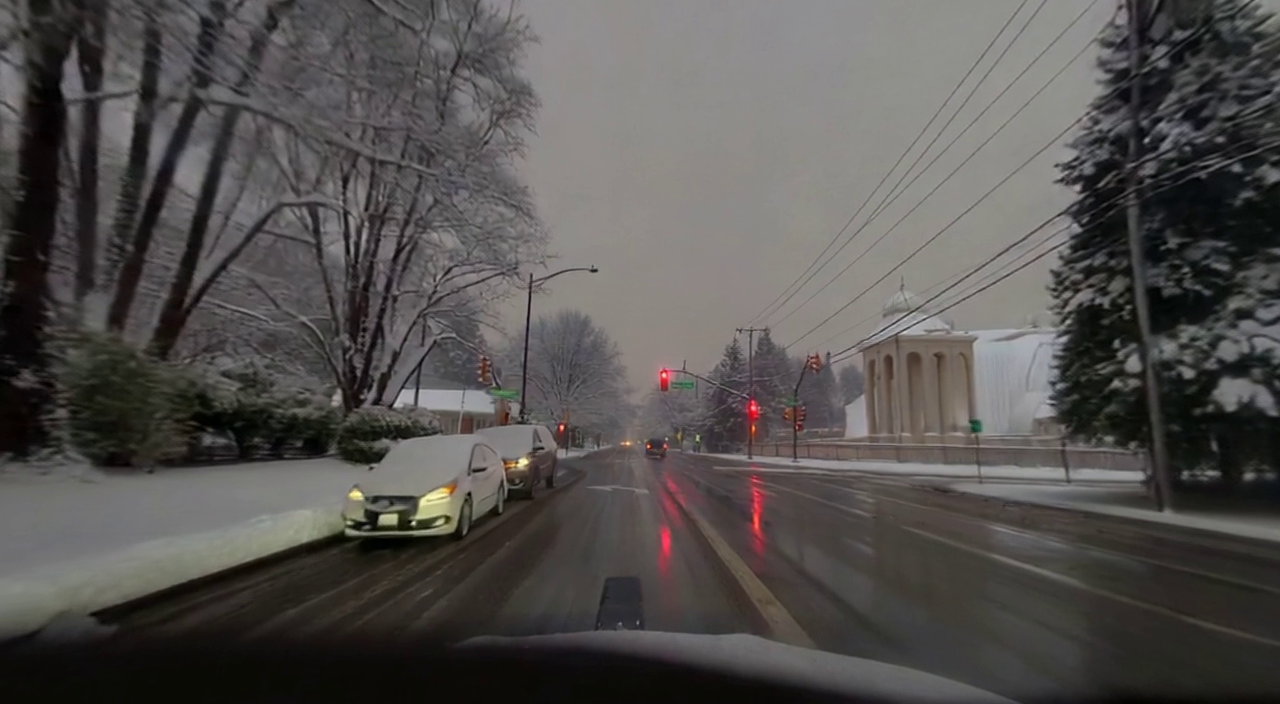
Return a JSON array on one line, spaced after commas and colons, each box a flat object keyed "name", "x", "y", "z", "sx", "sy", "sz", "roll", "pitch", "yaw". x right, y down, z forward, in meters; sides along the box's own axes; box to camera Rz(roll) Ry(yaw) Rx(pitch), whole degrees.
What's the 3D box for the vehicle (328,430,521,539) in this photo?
[{"name": "vehicle", "x": -3.519, "y": 2.236, "z": 11.400, "sx": 1.855, "sy": 1.534, "sz": 4.644, "roll": 0, "pitch": -8, "yaw": 0}]
